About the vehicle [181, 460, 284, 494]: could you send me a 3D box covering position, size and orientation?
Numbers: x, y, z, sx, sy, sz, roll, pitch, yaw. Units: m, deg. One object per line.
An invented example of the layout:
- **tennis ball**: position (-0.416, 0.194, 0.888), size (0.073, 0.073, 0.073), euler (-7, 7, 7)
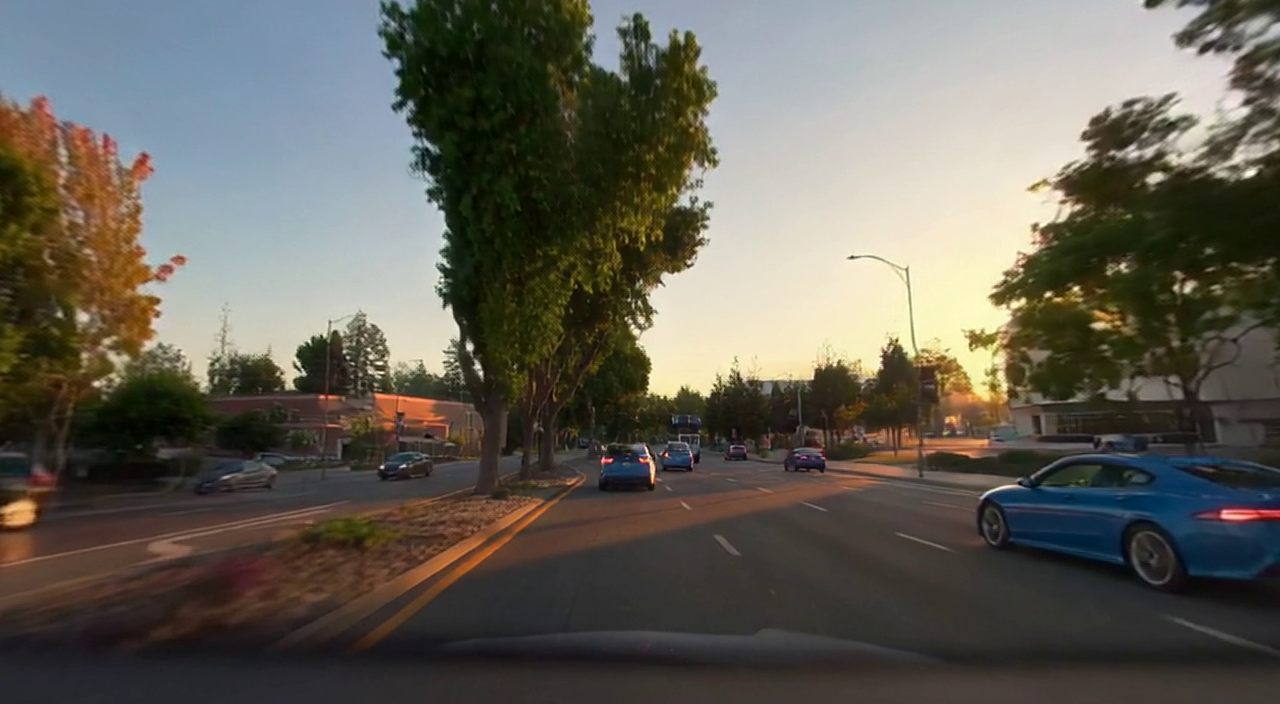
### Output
- **vehicle**: position (-19.835, 6.088, 31.048), size (1.879, 1.513, 4.466), euler (-1, -9, 4)

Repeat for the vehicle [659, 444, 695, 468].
- **vehicle**: position (2.411, 6.939, 42.195), size (2.078, 1.471, 4.142), euler (0, -9, -2)

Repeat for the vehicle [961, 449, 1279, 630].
- **vehicle**: position (5.709, 1.709, 6.667), size (2.258, 1.294, 4.312), euler (0, -9, -2)

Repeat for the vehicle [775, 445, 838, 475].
- **vehicle**: position (8.771, 5.751, 33.638), size (2.045, 1.484, 4.342), euler (0, -9, -2)

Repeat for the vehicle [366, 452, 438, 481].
- **vehicle**: position (-13.341, 6.441, 35.822), size (2.217, 1.519, 4.724), euler (0, -9, 0)

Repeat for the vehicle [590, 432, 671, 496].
- **vehicle**: position (-0.302, 3.457, 19.716), size (2.266, 1.762, 4.131), euler (0, -9, -1)
